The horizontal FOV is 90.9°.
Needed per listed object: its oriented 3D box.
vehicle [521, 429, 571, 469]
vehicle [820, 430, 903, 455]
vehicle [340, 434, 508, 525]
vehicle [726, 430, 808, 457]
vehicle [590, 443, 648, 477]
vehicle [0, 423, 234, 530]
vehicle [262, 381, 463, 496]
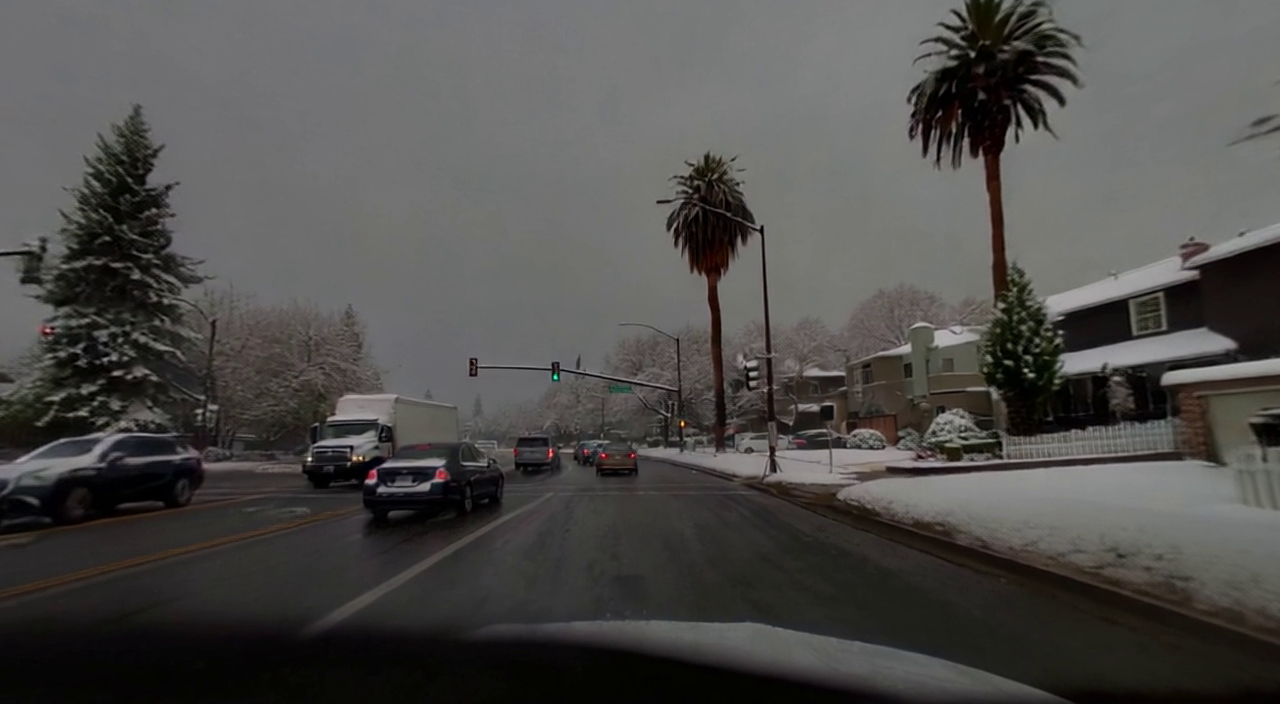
[{"bbox_3d":[-4.724,4.936,32.315,2.032,1.852,4.571,-1,-8,-2],"label":"vehicle"},{"bbox_3d":[14.232,5.814,40.534,4.615,1.555,2.021,2,-9,-15],"label":"vehicle"},{"bbox_3d":[-3.928,2.365,12.327,1.709,1.425,4.337,-1,-8,1],"label":"vehicle"},{"bbox_3d":[8.377,6.043,41.651,4.742,1.690,2.218,2,-9,-19],"label":"vehicle"},{"bbox_3d":[-0.901,4.291,25.313,2.131,1.222,3.868,0,-8,-3],"label":"vehicle"},{"bbox_3d":[-10.799,2.311,12.358,2.364,1.648,5.116,-1,-8,-2],"label":"vehicle"},{"bbox_3d":[-7.535,2.535,18.407,2.821,2.701,6.721,-1,-8,0],"label":"vehicle"}]
